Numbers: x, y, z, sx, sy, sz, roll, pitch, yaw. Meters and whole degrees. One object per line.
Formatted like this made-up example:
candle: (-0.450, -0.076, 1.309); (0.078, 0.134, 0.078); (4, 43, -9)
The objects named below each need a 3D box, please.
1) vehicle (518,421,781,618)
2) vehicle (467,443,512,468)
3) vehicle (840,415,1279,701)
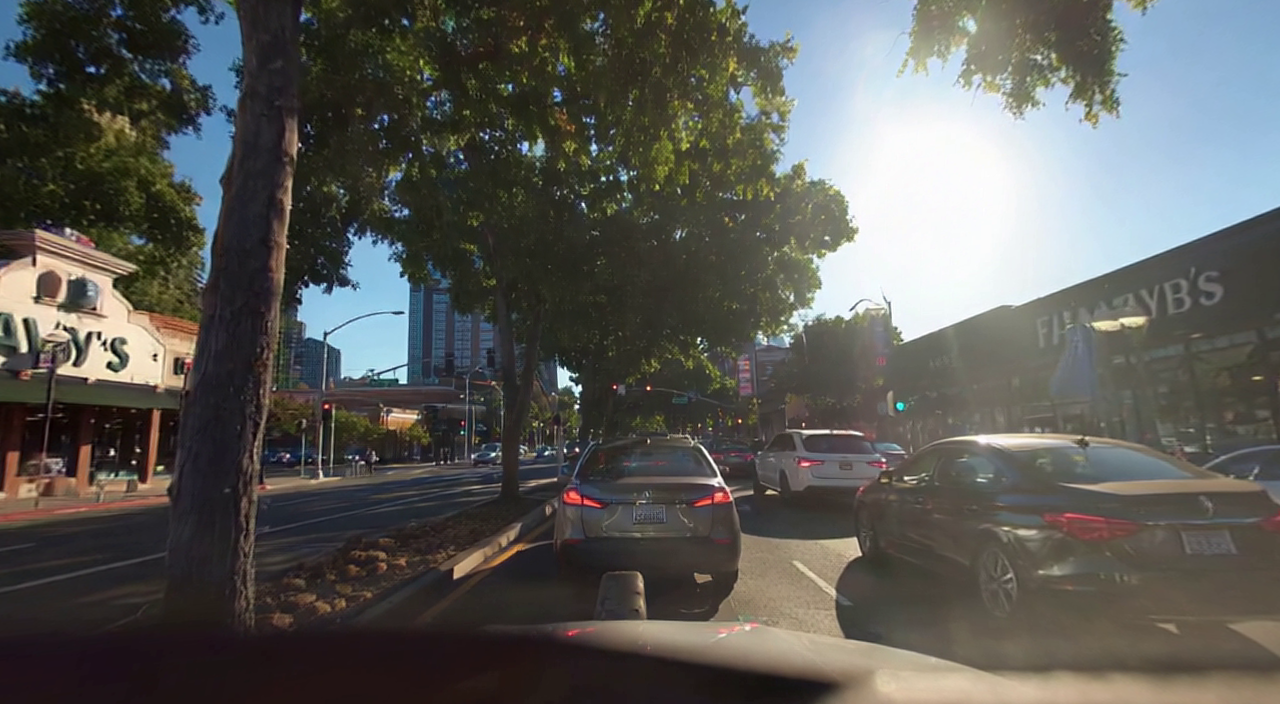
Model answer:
vehicle: (0.060, 1.557, 6.691); (2.006, 1.487, 3.535); (0, -9, 0)
vehicle: (-11.086, 7.675, 46.924); (2.042, 1.749, 4.629); (-1, -9, 2)
vehicle: (3.396, 1.395, 5.467); (1.988, 1.480, 4.195); (0, -9, 1)
